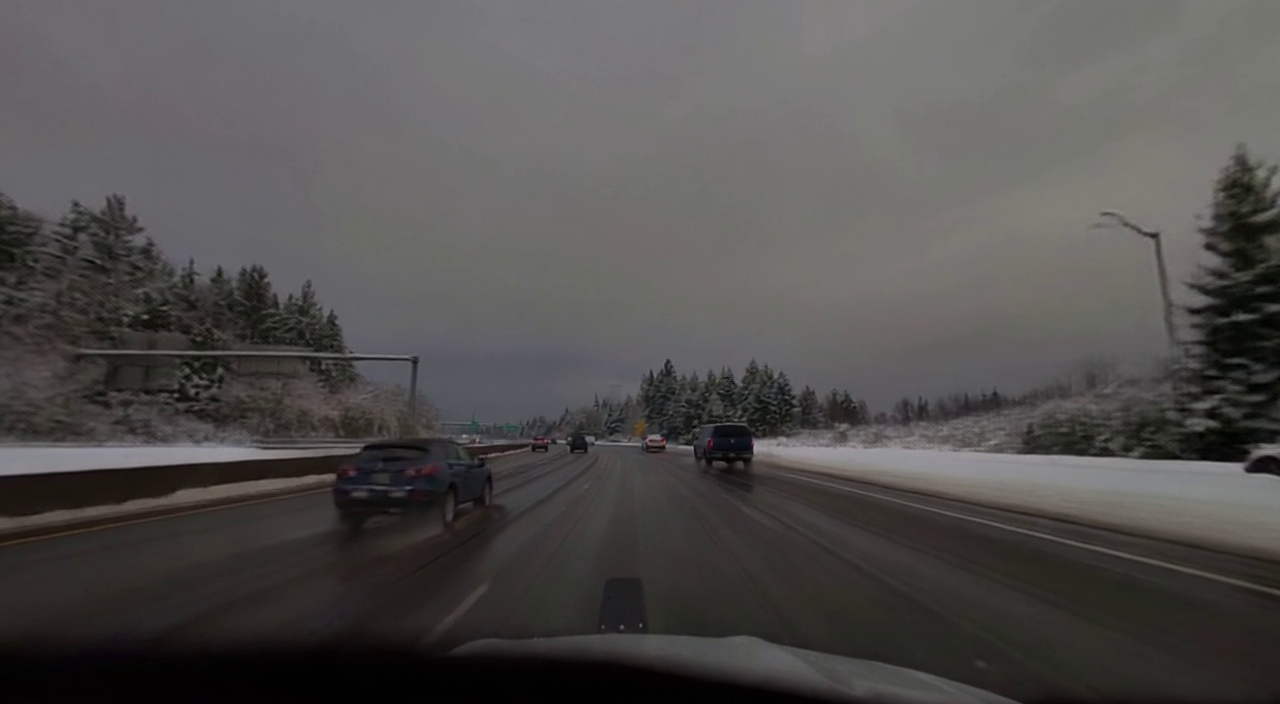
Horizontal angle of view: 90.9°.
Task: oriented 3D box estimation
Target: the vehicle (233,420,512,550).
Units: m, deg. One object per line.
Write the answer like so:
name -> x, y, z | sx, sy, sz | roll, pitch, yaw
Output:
vehicle -> -3.590, 1.881, 9.762 | 2.183, 1.486, 4.848 | 0, -8, 0

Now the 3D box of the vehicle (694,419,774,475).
vehicle -> 3.229, 3.396, 22.652 | 2.043, 1.795, 4.347 | 0, -8, -2
